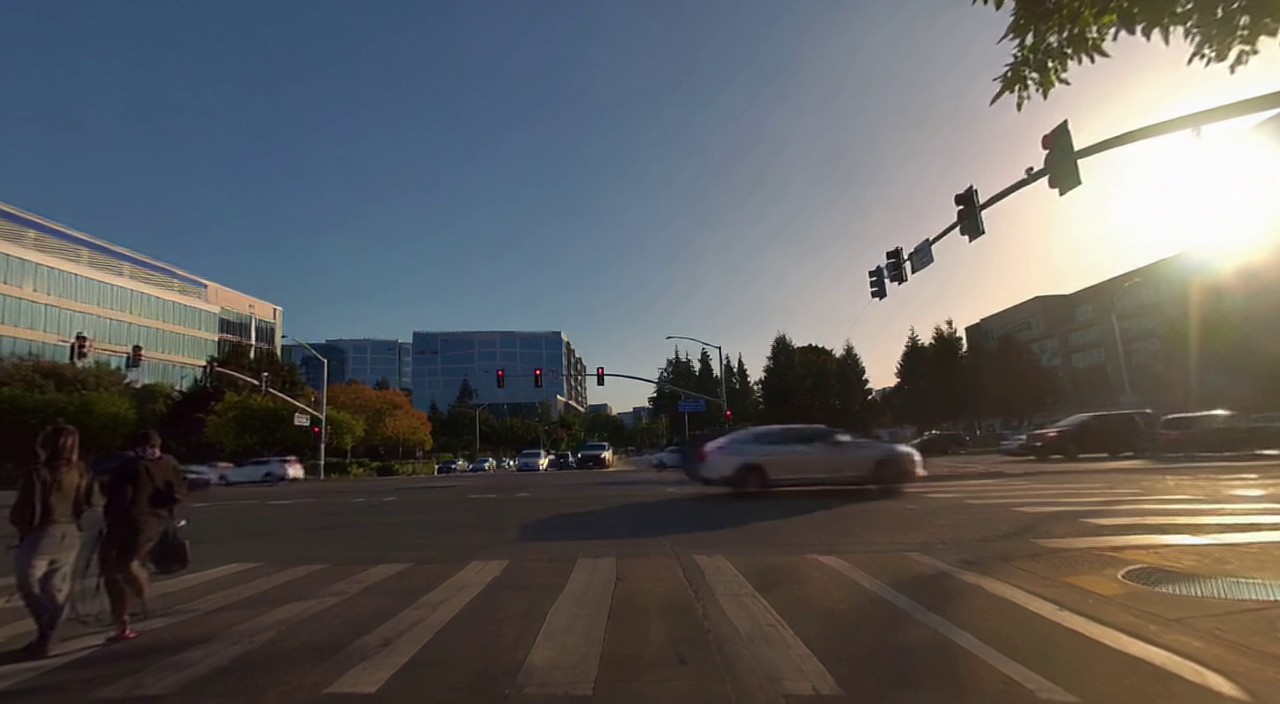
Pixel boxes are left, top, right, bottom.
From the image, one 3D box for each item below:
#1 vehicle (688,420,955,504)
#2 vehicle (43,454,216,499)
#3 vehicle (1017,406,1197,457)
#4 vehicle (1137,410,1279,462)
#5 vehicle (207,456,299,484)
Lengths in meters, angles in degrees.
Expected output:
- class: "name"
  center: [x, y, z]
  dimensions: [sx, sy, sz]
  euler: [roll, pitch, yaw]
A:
- class: "vehicle"
  center: [3.417, 2.183, 12.669]
  dimensions: [4.808, 1.517, 1.806]
  euler: [-1, -9, 6]
- class: "vehicle"
  center: [-17.832, 4.324, 22.131]
  dimensions: [4.650, 1.448, 1.892]
  euler: [-1, -9, 6]
- class: "vehicle"
  center: [17.423, 3.028, 23.770]
  dimensions: [4.987, 1.780, 1.996]
  euler: [-1, -9, 6]
- class: "vehicle"
  center: [18.202, 2.543, 19.019]
  dimensions: [4.606, 1.479, 1.821]
  euler: [-1, -9, 7]
- class: "vehicle"
  center: [-23.230, 7.105, 37.936]
  dimensions: [4.397, 1.582, 1.820]
  euler: [-1, -9, 6]
